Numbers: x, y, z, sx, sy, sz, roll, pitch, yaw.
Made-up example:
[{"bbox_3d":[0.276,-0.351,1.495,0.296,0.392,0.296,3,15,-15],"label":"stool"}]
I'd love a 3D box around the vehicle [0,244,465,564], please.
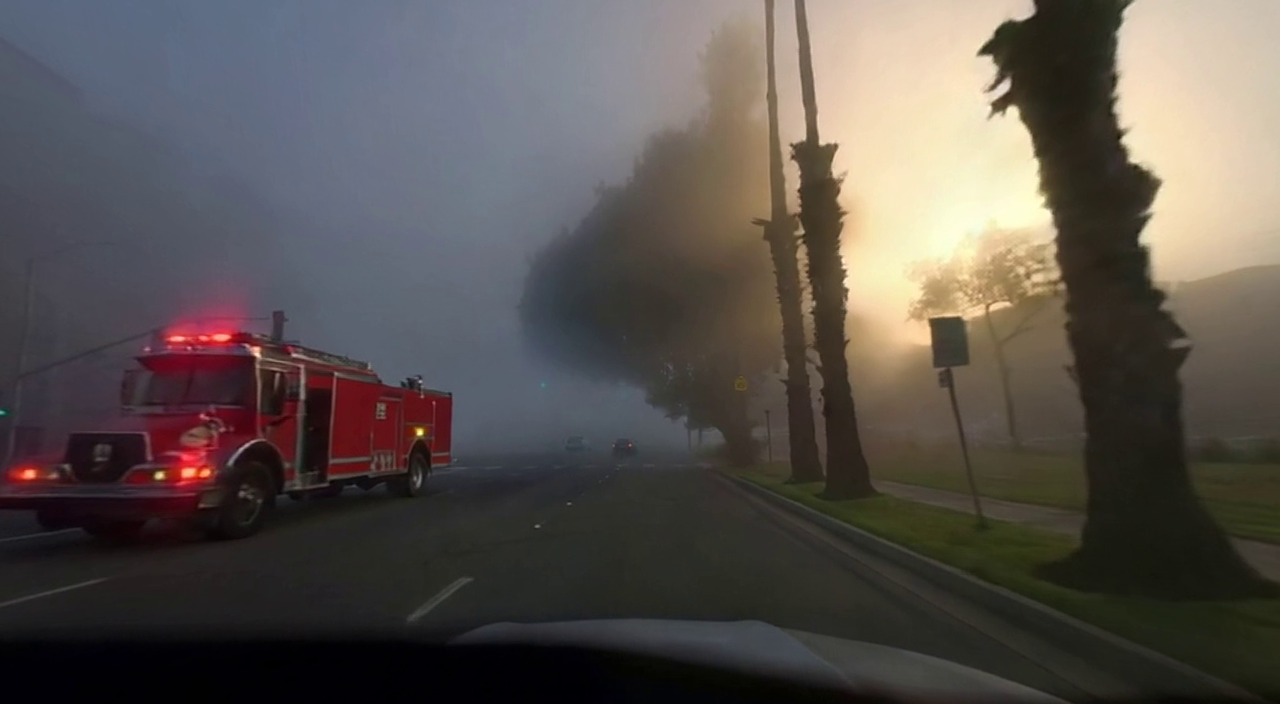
[{"bbox_3d":[-6.878,1.413,13.145,3.008,3.730,11.786,0,-9,0],"label":"vehicle"}]
